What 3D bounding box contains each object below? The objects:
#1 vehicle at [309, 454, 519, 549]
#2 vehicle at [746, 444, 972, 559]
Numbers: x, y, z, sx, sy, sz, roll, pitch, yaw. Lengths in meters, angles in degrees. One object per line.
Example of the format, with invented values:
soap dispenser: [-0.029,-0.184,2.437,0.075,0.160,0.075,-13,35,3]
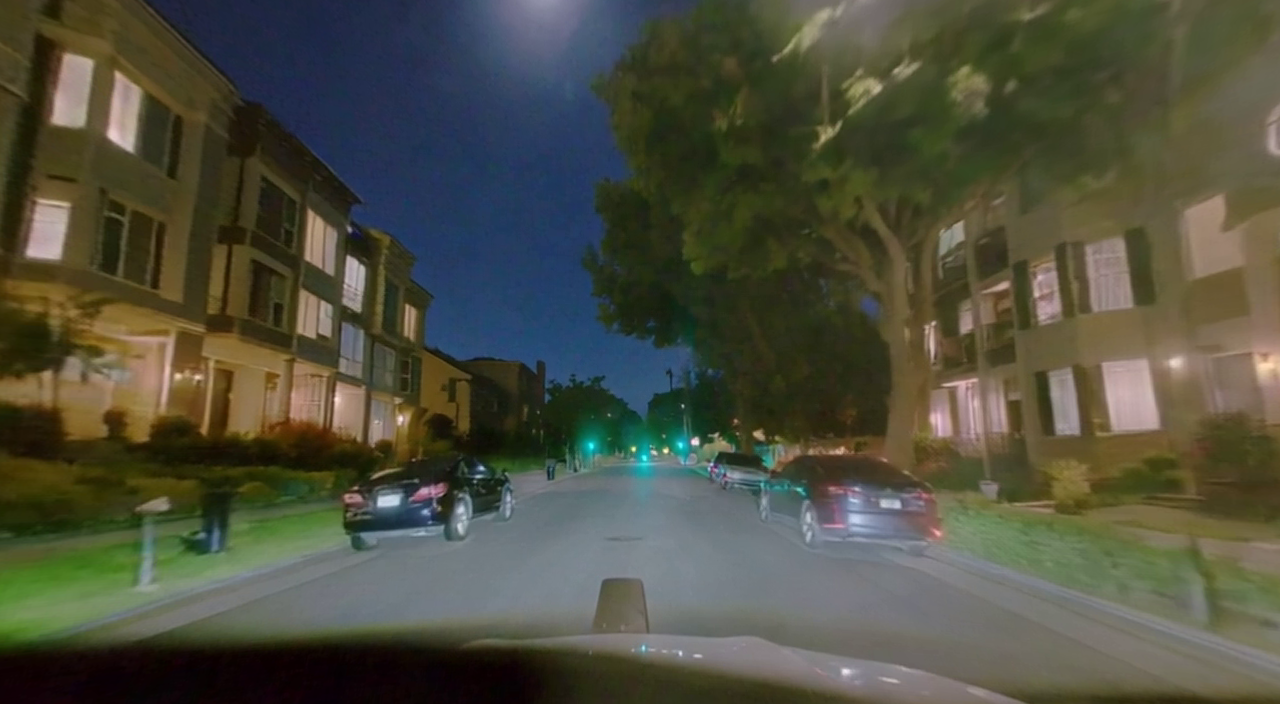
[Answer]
vehicle: [-3.681,2.497,11.211,1.995,1.330,4.080,-1,-9,4]
vehicle: [3.288,2.360,10.864,2.000,1.456,5.251,0,-9,0]
